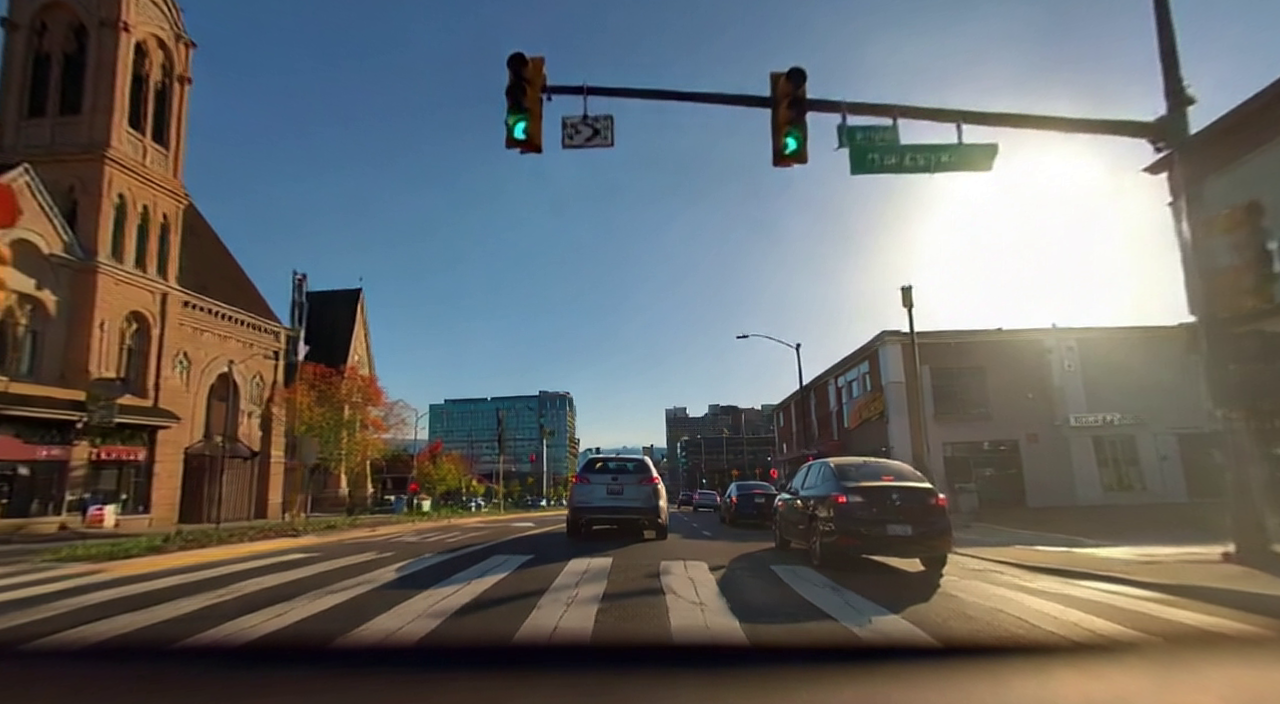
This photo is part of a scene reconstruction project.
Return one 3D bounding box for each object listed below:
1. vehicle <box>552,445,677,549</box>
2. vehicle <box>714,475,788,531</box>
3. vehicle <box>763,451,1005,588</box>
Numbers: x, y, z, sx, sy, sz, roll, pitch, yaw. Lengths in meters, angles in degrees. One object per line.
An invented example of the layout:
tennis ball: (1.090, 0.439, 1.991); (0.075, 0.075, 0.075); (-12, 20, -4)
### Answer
vehicle: (-0.444, 2.830, 13.087); (2.168, 1.776, 4.135); (0, -8, 0)
vehicle: (3.663, 5.058, 21.548); (1.890, 1.491, 4.166); (0, -8, 2)
vehicle: (3.195, 2.255, 9.434); (1.883, 1.472, 4.471); (0, -8, 1)
